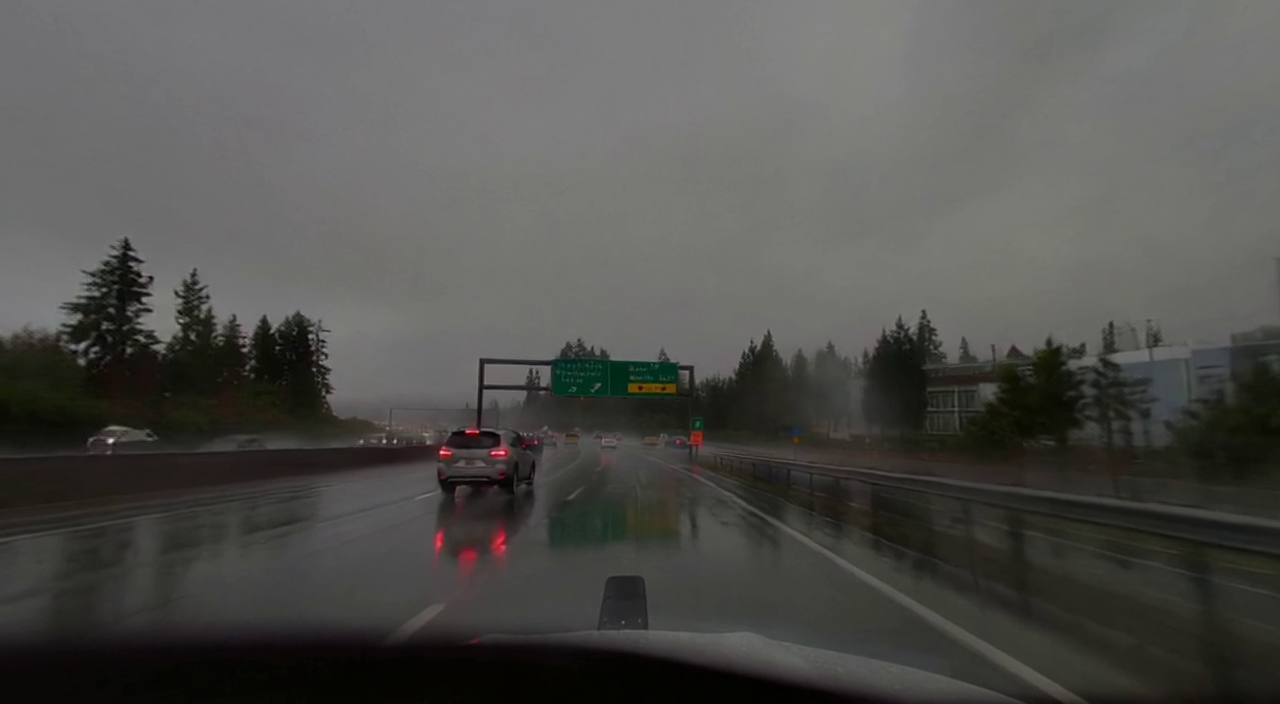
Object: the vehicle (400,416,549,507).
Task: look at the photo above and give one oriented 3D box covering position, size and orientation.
[{"bbox_3d":[-3.650,2.540,15.012,2.142,1.789,5.009,0,-8,1],"label":"vehicle"}]
